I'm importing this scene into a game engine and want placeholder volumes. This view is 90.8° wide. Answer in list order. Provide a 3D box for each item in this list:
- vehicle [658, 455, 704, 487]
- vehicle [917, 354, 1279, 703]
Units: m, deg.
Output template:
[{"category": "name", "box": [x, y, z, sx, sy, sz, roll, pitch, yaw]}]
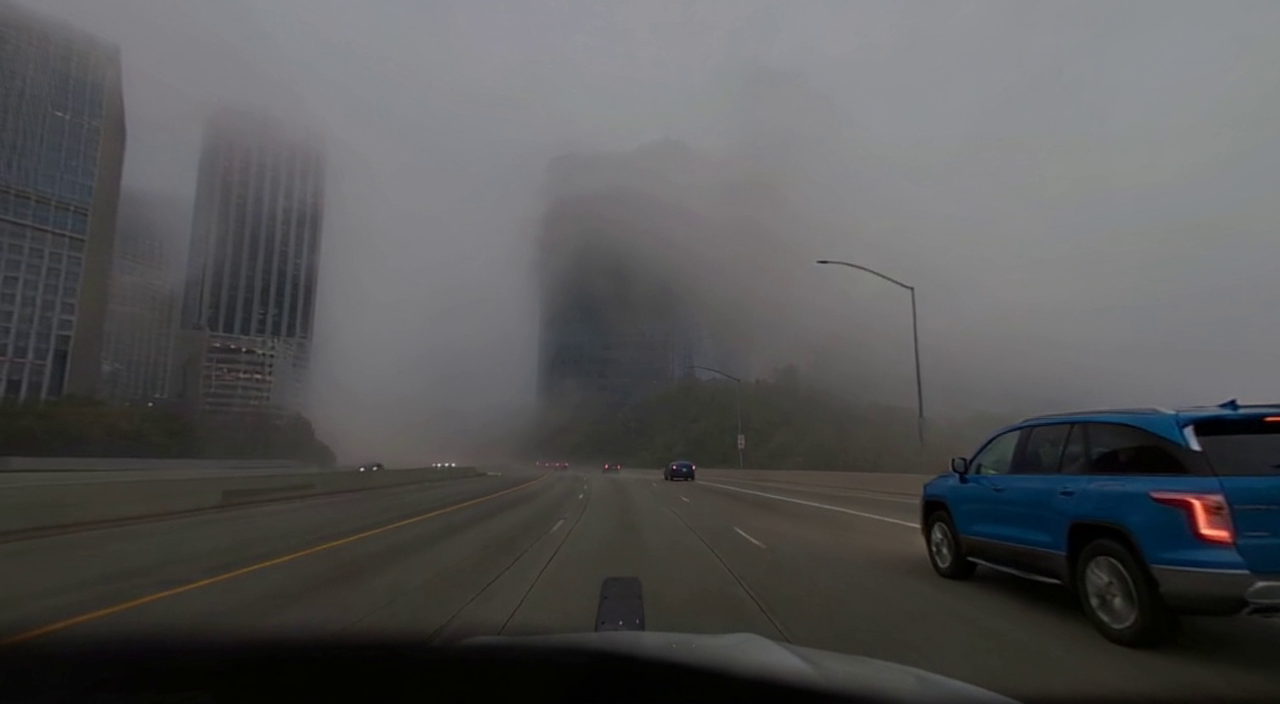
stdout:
[{"category": "vehicle", "box": [2.455, 7.353, 39.305, 2.110, 1.780, 4.682, 1, -9, -5]}, {"category": "vehicle", "box": [4.149, 1.166, 4.594, 2.182, 1.826, 4.392, 0, -9, -1]}]
